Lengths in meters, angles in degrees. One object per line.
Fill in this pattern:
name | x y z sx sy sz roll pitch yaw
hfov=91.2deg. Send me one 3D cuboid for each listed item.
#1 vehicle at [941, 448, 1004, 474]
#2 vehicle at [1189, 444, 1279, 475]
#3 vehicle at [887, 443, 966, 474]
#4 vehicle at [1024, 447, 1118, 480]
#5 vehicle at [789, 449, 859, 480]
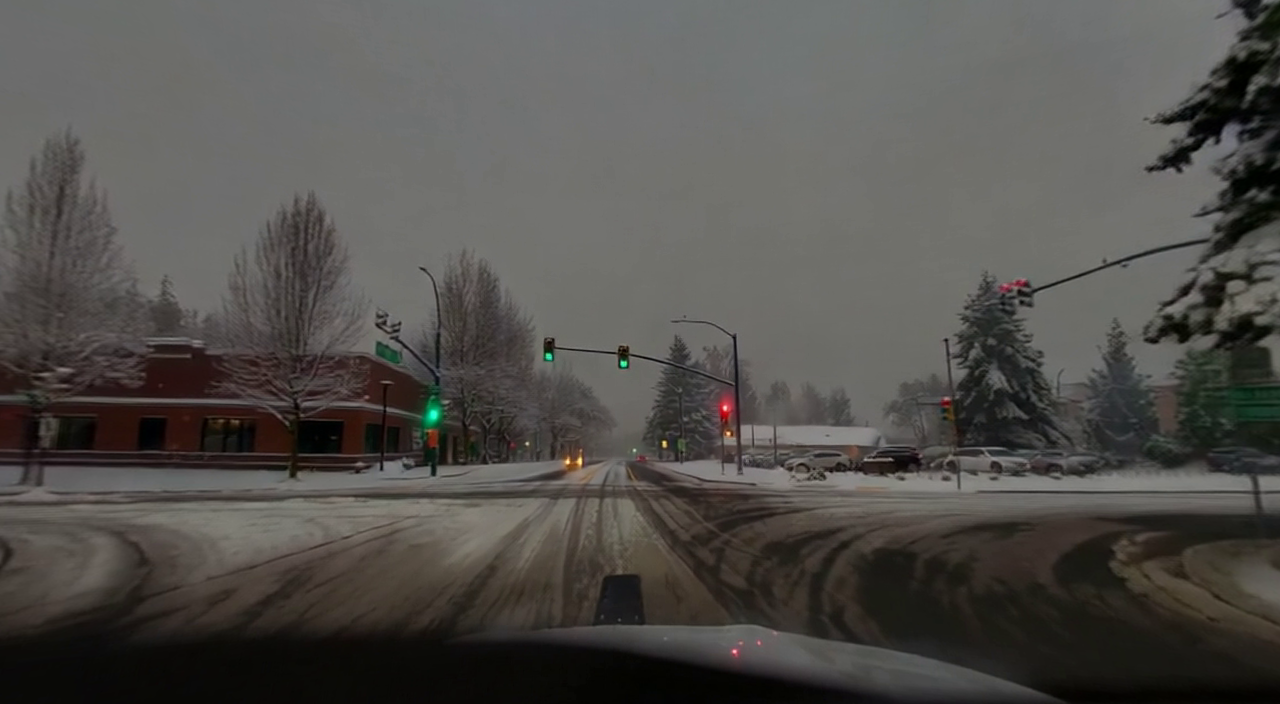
vehicle | 20.502 6.713 38.807 1.923 1.463 3.758 0 -7 2
vehicle | 27.945 5.008 29.277 1.591 1.332 3.202 -1 -10 0
vehicle | 15.711 5.795 34.300 4.522 1.546 1.941 7 -11 -37
vehicle | 19.936 5.125 29.170 1.851 1.388 3.475 0 -8 0
vehicle | 9.959 5.993 33.720 1.955 1.508 4.295 -7 -11 40
